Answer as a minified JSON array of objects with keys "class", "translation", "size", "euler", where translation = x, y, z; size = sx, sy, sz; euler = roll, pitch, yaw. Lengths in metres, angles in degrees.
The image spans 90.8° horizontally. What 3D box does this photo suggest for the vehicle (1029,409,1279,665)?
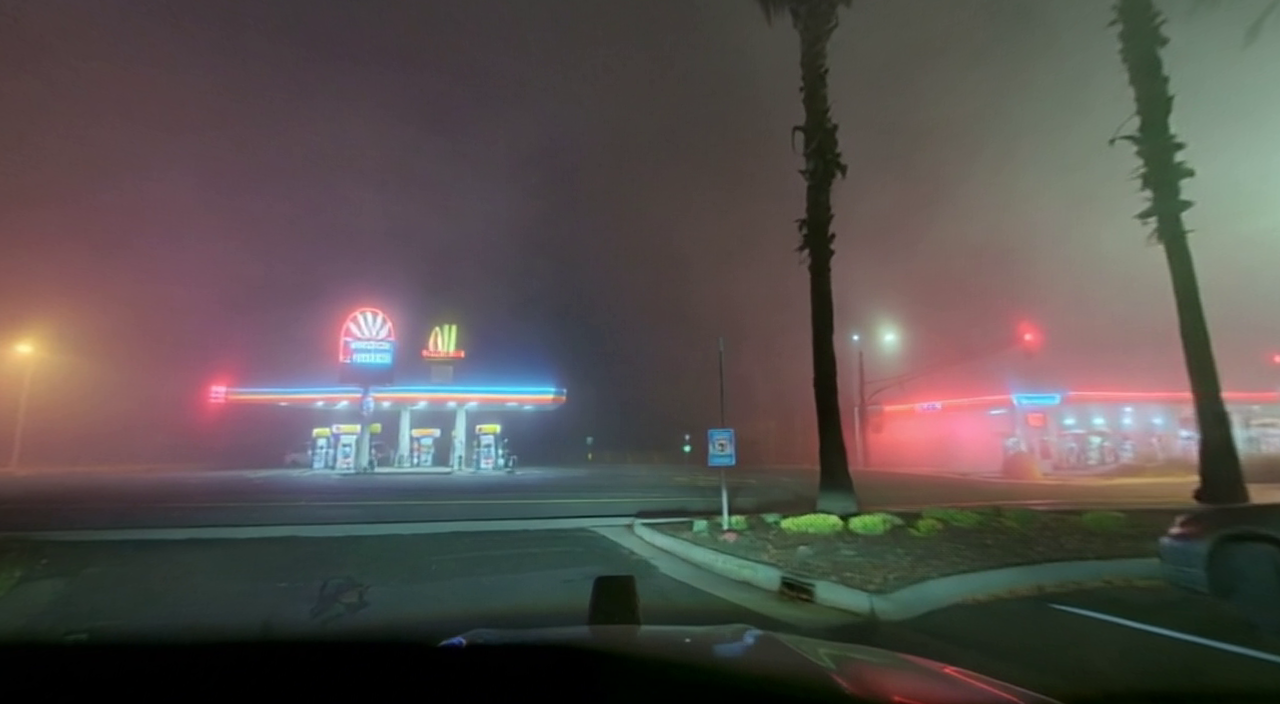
[{"class":"vehicle","translation":[5.010,1.031,3.395],"size":[1.937,1.490,4.564],"euler":[4,-9,-24]}]
